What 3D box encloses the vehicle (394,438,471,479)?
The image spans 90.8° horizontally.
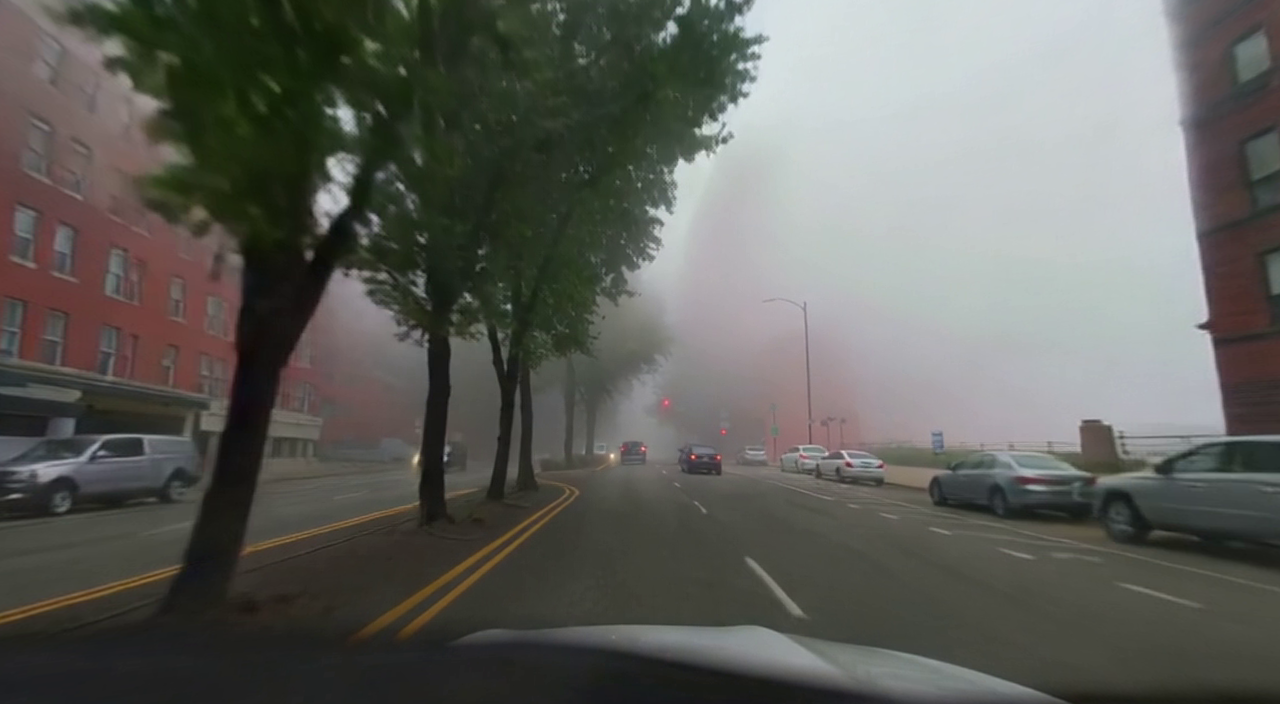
[{"bbox_3d":[-9.956,5.135,30.761,2.212,1.784,4.626,0,-8,0],"label":"vehicle"}]

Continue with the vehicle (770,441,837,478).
[{"bbox_3d":[7.983,5.252,31.350,1.963,1.649,4.562,1,-8,-2],"label":"vehicle"}]

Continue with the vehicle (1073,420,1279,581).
[{"bbox_3d":[8.188,1.749,7.715,2.310,1.753,4.814,0,-9,-1],"label":"vehicle"}]

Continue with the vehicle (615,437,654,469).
[{"bbox_3d":[-0.336,6.277,39.551,2.329,1.842,4.537,0,-8,0],"label":"vehicle"}]

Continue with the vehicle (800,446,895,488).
[{"bbox_3d":[8.111,4.520,25.220,2.054,1.455,4.786,0,-8,-1],"label":"vehicle"}]

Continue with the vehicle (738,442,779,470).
[{"bbox_3d":[8.008,7.040,43.069,1.959,1.719,4.538,1,-7,0],"label":"vehicle"}]

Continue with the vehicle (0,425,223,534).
[{"bbox_3d":[-14.412,3.151,16.296,2.822,2.230,6.145,0,-9,3],"label":"vehicle"}]

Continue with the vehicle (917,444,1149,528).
[{"bbox_3d":[8.201,2.783,13.874,2.072,1.479,4.603,0,-8,-1],"label":"vehicle"}]

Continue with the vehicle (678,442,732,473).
[{"bbox_3d":[3.270,5.451,32.969,2.238,1.499,4.964,0,-8,-1],"label":"vehicle"}]

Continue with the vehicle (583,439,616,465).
[{"bbox_3d":[-3.005,7.380,46.587,2.297,1.812,4.244,0,-8,-4],"label":"vehicle"}]
